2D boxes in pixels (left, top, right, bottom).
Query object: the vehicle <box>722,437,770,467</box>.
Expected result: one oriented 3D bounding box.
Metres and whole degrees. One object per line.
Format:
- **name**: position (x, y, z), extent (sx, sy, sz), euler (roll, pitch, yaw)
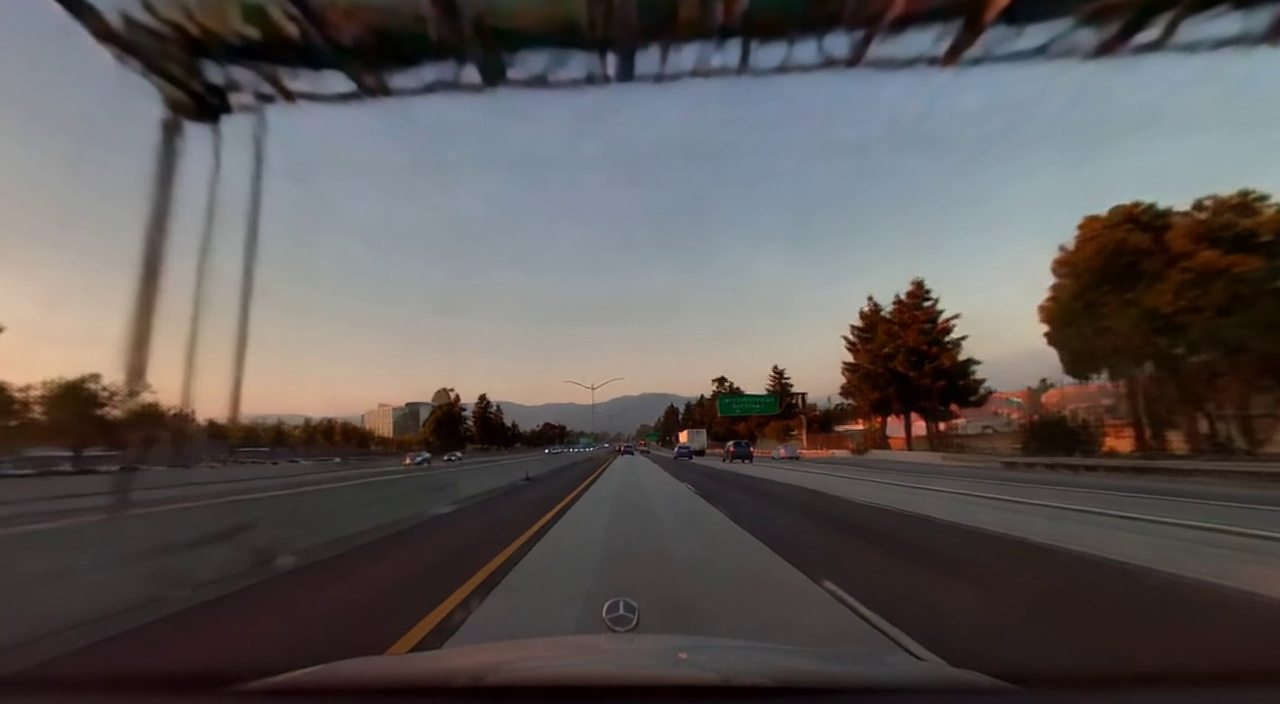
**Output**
- **vehicle**: position (6.325, 6.030, 38.333), extent (2.030, 1.706, 4.279), euler (0, -9, -2)
